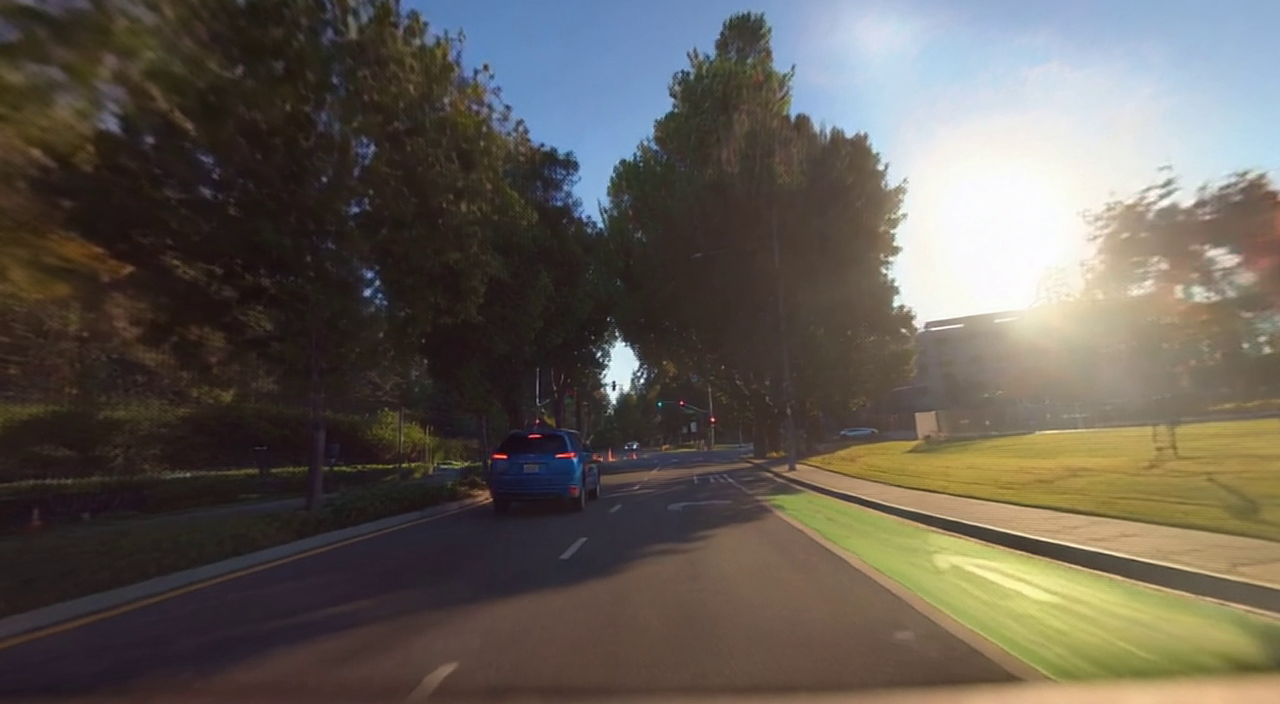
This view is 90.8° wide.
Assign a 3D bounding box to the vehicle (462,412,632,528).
[{"bbox_3d":[-1.587,2.276,12.659,2.339,1.790,4.629,-3,-9,4],"label":"vehicle"}]
